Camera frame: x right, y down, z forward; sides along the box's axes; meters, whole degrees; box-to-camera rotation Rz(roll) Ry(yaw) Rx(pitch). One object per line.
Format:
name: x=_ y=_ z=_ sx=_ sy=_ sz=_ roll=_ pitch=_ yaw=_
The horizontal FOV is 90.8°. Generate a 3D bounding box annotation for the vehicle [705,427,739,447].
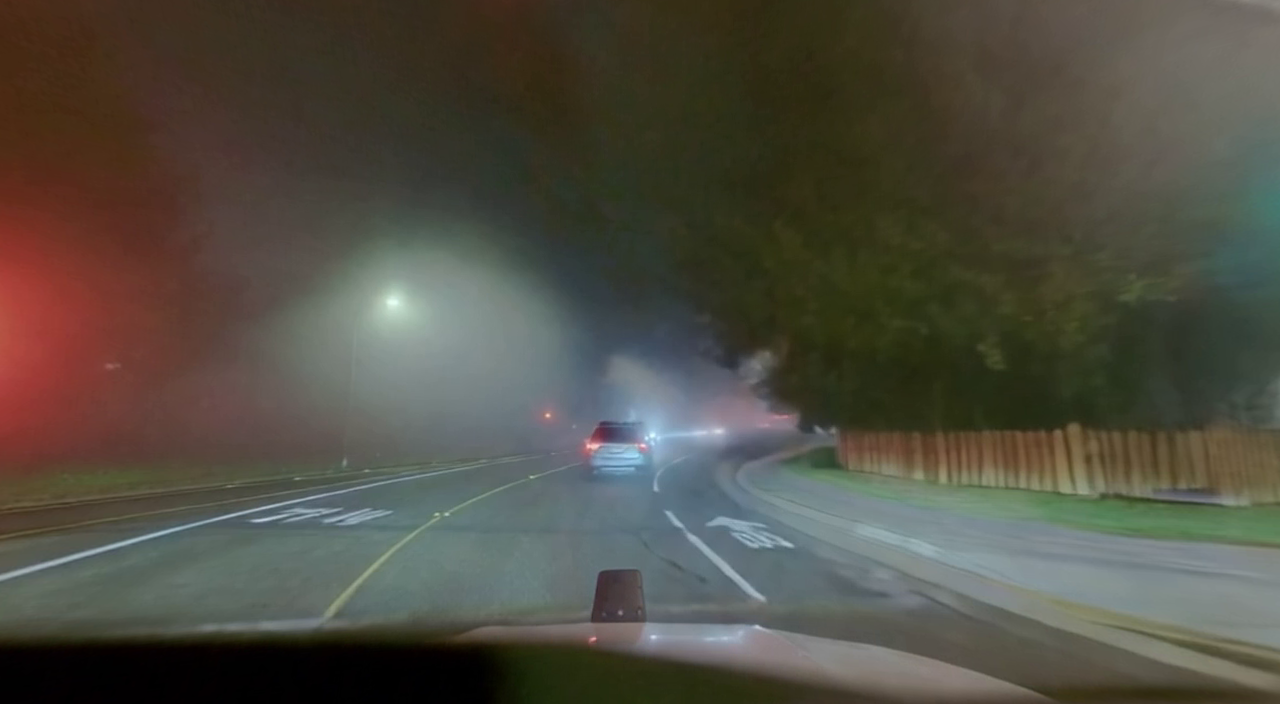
vehicle: x=6.546 y=6.729 z=49.970 sx=1.929 sy=1.476 sz=4.655 roll=-2 pitch=-9 yaw=17

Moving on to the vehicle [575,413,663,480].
vehicle: x=-0.515 y=2.960 z=19.803 sx=2.230 sy=1.827 sz=4.580 roll=-1 pitch=-8 yaw=5
